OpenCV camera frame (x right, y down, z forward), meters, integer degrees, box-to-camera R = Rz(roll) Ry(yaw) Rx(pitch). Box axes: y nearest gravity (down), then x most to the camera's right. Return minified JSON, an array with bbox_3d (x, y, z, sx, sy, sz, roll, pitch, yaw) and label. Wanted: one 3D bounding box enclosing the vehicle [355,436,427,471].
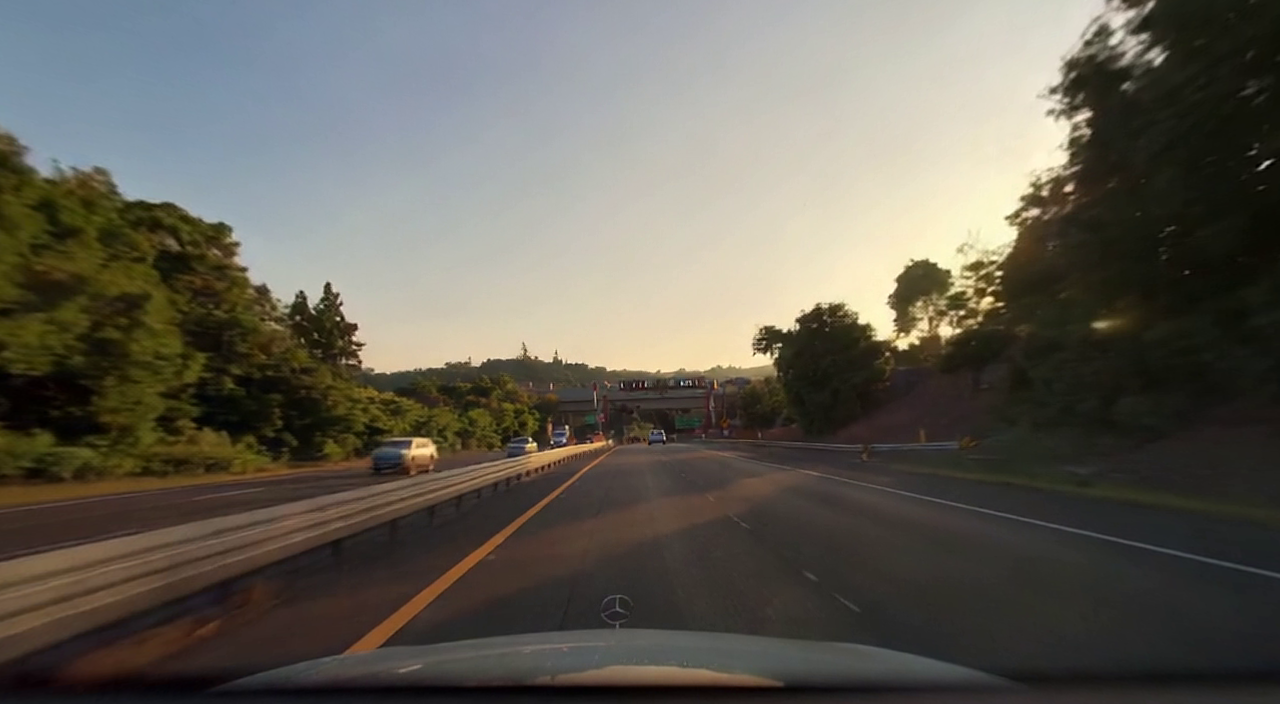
[{"bbox_3d":[-12.617,5.140,32.180,2.010,1.648,4.058,0,-8,-1],"label":"vehicle"}]
